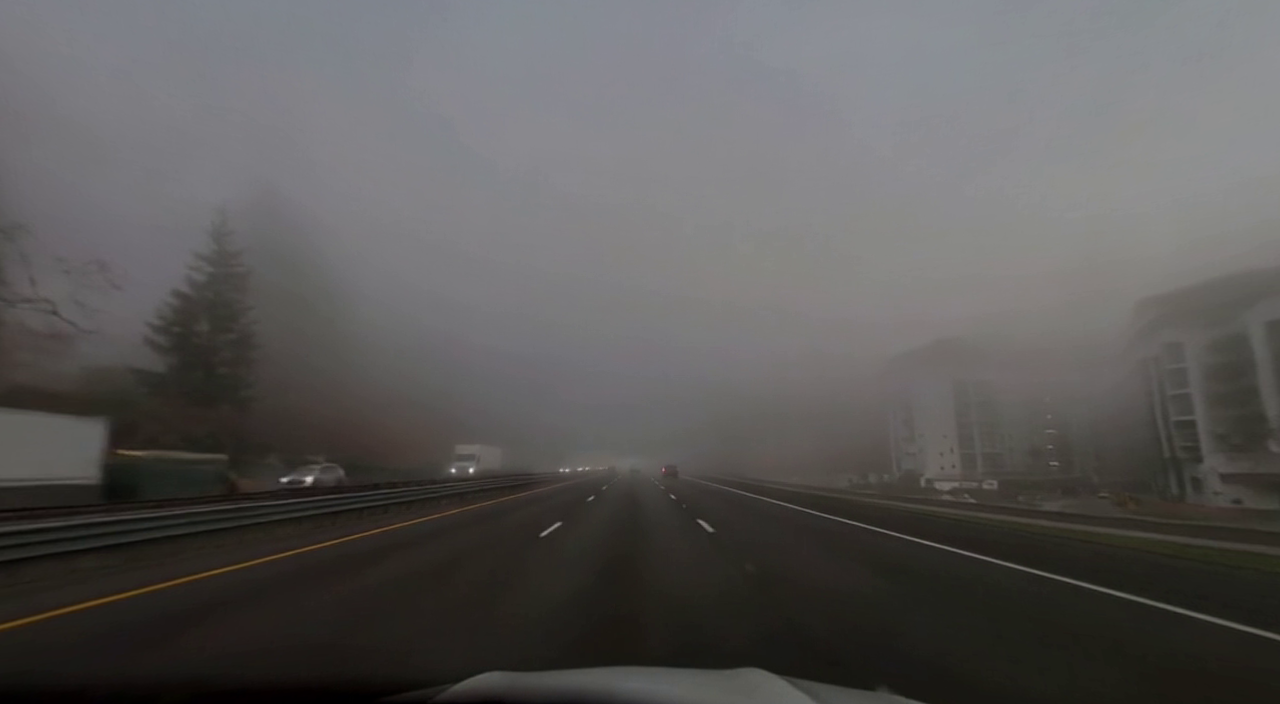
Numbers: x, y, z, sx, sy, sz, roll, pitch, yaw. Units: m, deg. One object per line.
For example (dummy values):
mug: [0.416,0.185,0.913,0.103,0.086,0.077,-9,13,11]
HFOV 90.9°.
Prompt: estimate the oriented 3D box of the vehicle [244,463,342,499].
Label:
vehicle: [-16.005,5.973,29.380,1.943,1.513,4.560,1,-10,0]

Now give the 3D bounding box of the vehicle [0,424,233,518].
vehicle: [-20.092,4.649,24.785,2.847,3.022,7.806,1,-10,0]
